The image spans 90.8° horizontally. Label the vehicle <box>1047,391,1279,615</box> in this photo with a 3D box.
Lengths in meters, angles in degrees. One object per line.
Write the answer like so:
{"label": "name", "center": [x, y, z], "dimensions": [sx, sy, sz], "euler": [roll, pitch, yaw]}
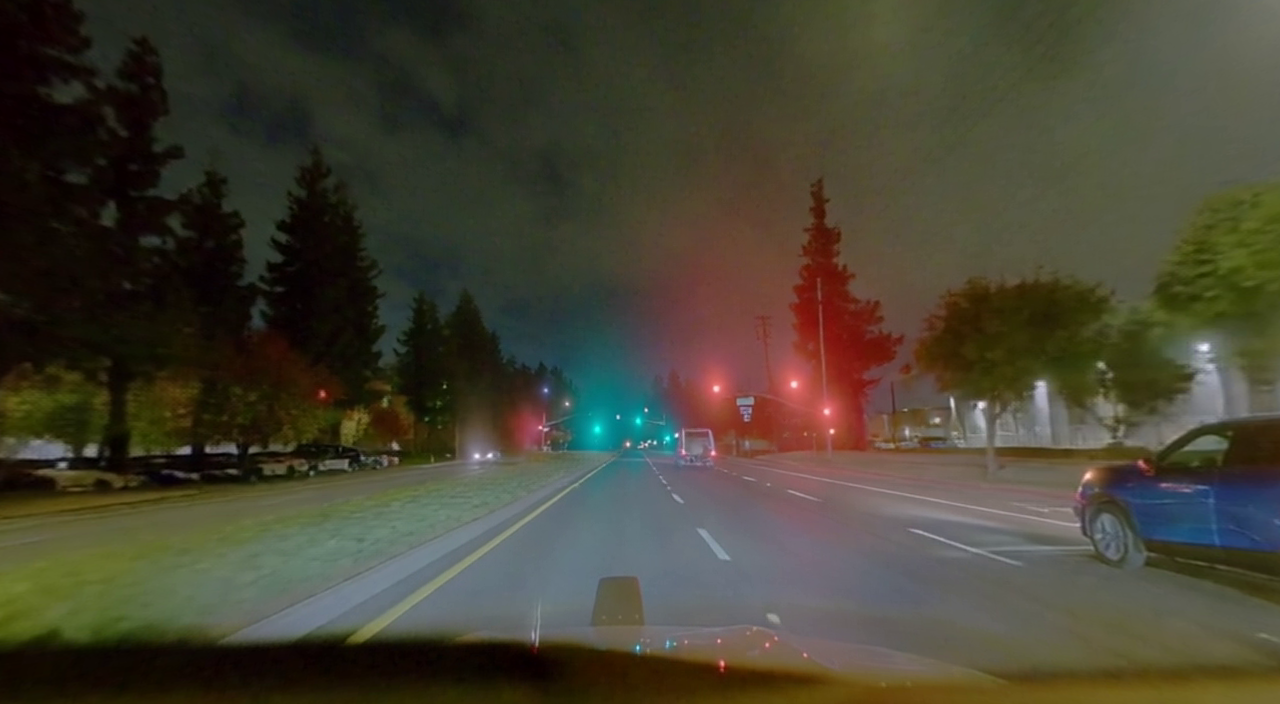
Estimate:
{"label": "vehicle", "center": [6.072, 1.252, 5.413], "dimensions": [2.012, 1.754, 4.635], "euler": [0, -8, 0]}

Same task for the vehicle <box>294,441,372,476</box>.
{"label": "vehicle", "center": [-19.680, 6.819, 40.805], "dimensions": [2.281, 2.035, 5.418], "euler": [0, -8, 0]}

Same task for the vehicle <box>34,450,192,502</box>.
{"label": "vehicle", "center": [-19.573, 4.579, 23.802], "dimensions": [1.985, 1.667, 4.622], "euler": [0, -8, -1]}

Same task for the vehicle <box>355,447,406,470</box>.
{"label": "vehicle", "center": [-19.609, 8.058, 47.936], "dimensions": [2.060, 1.665, 4.282], "euler": [0, -8, -1]}

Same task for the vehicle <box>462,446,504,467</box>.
{"label": "vehicle", "center": [-11.698, 7.787, 47.406], "dimensions": [1.888, 1.480, 4.644], "euler": [0, -8, 0]}
